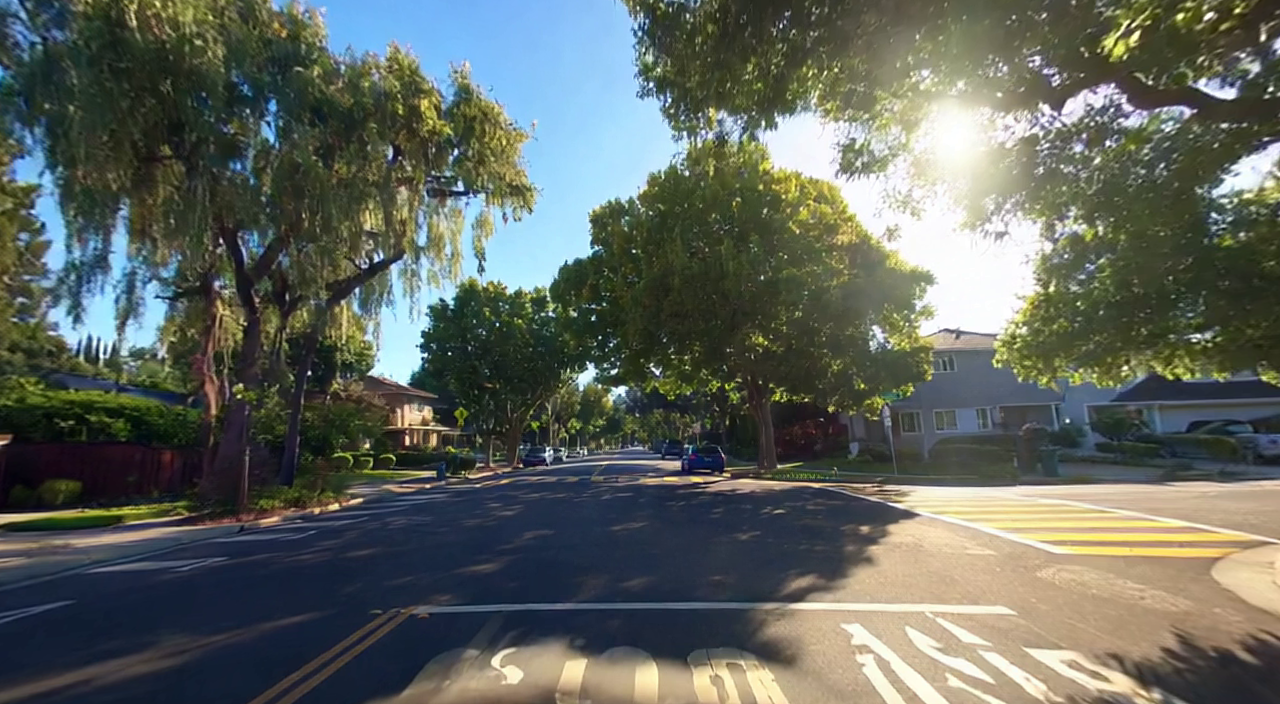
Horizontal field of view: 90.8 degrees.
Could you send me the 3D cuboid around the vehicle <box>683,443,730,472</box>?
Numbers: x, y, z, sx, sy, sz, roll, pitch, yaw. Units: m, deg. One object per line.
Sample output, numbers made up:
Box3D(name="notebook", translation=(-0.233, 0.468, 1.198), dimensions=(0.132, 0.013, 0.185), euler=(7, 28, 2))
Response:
Box3D(name="vehicle", translation=(3.562, 5.770, 34.639), dimensions=(1.961, 1.472, 4.434), euler=(0, -9, -2))
